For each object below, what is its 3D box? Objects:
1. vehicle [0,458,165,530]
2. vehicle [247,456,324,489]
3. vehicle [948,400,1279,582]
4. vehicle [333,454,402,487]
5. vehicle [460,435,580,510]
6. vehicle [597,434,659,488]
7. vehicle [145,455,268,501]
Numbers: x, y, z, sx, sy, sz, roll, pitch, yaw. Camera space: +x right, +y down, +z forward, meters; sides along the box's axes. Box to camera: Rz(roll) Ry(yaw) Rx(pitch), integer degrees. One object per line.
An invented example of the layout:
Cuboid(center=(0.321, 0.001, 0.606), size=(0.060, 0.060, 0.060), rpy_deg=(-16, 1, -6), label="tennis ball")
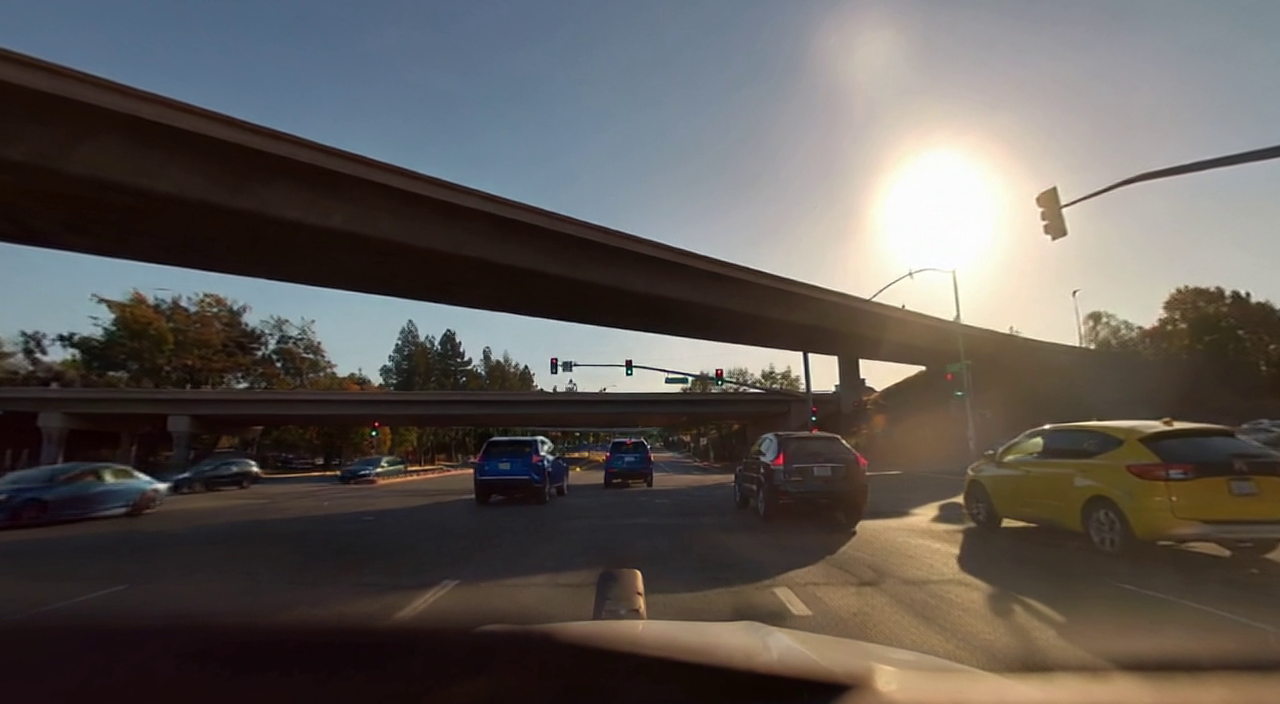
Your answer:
Cuboid(center=(-15.498, 3.687, 16.995), size=(1.859, 1.542, 4.657), rpy_deg=(0, -8, -1), label="vehicle")
Cuboid(center=(-23.400, 7.939, 41.988), size=(2.039, 1.965, 5.291), rpy_deg=(0, -8, 0), label="vehicle")
Cuboid(center=(6.283, 1.693, 8.480), size=(2.074, 1.785, 4.320), rpy_deg=(0, -8, 0), label="vehicle")
Cuboid(center=(-16.185, 7.018, 37.782), size=(2.007, 1.730, 4.774), rpy_deg=(0, -8, 0), label="vehicle")
Cuboid(center=(-3.089, 3.212, 17.429), size=(2.060, 1.768, 4.681), rpy_deg=(-1, -8, 4), label="vehicle")
Cuboid(center=(-0.481, 4.490, 26.440), size=(2.342, 2.026, 4.642), rpy_deg=(0, -8, 0), label="vehicle")
Cuboid(center=(-19.569, 5.668, 28.846), size=(2.131, 1.816, 4.960), rpy_deg=(0, -8, -1), label="vehicle")
